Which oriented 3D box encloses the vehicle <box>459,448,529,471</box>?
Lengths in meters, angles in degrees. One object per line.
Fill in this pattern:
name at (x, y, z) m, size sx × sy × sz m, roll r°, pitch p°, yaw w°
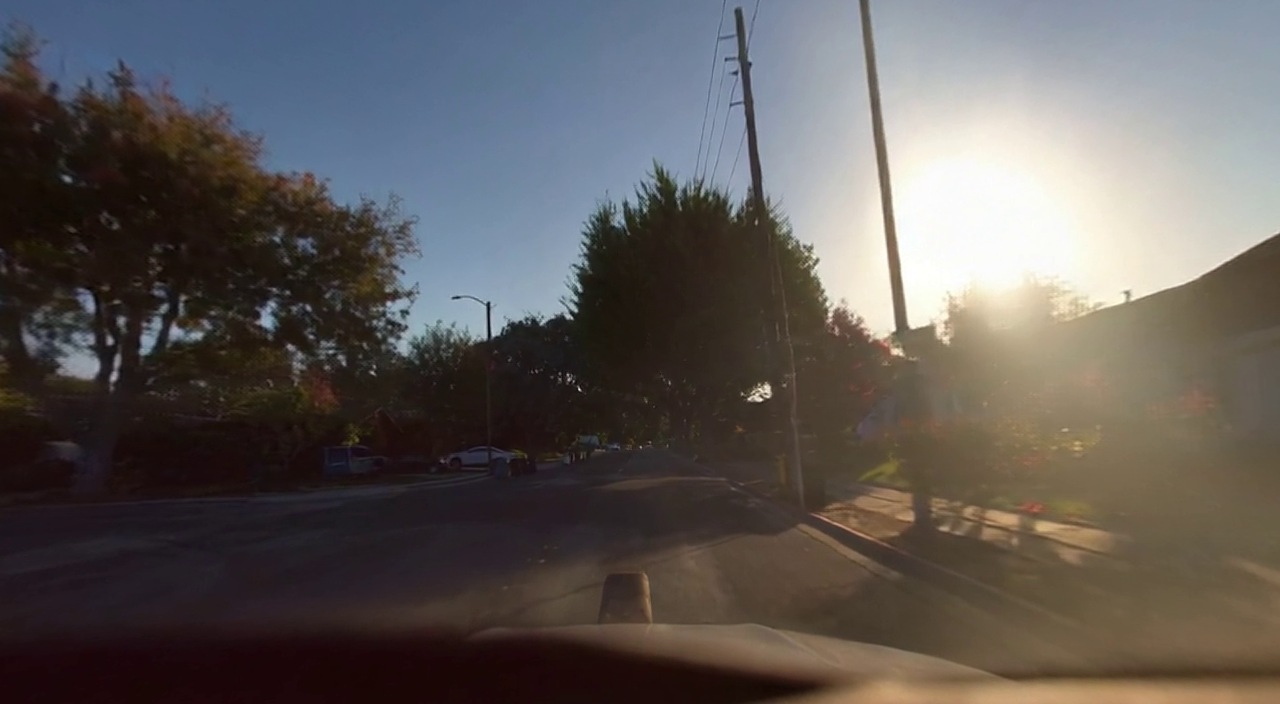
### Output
vehicle at (-9.998, 7.296, 43.111) m, size 4.293 × 1.484 × 1.981 m, roll 4°, pitch -9°, yaw -22°
